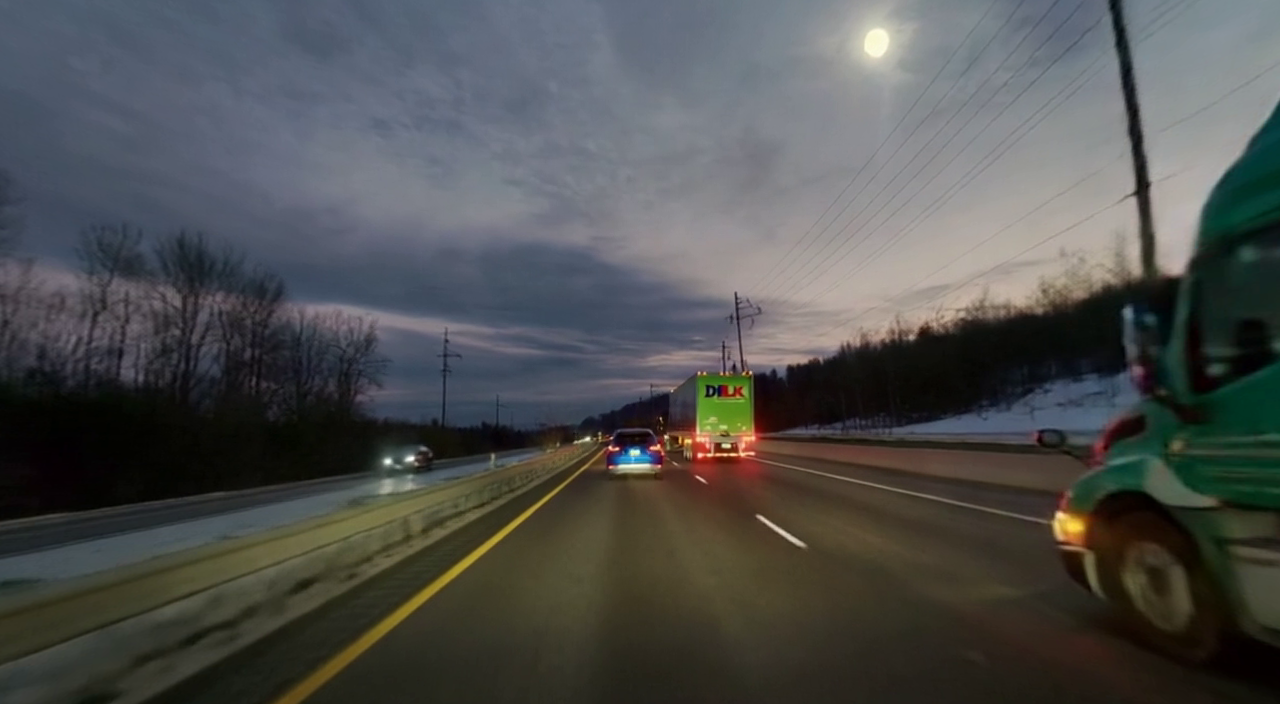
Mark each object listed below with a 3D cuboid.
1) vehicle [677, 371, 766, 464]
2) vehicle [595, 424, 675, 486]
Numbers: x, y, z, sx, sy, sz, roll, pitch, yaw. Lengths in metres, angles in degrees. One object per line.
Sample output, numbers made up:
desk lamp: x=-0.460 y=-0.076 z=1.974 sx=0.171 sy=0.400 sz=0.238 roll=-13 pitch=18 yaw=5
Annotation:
vehicle: x=3.650 y=3.323 z=30.773 sx=2.835 sy=3.872 sz=8.916 roll=0 pitch=-8 yaw=-2
vehicle: x=-0.201 y=2.938 z=18.324 sx=2.062 sy=1.581 sz=3.914 roll=0 pitch=-8 yaw=-2
